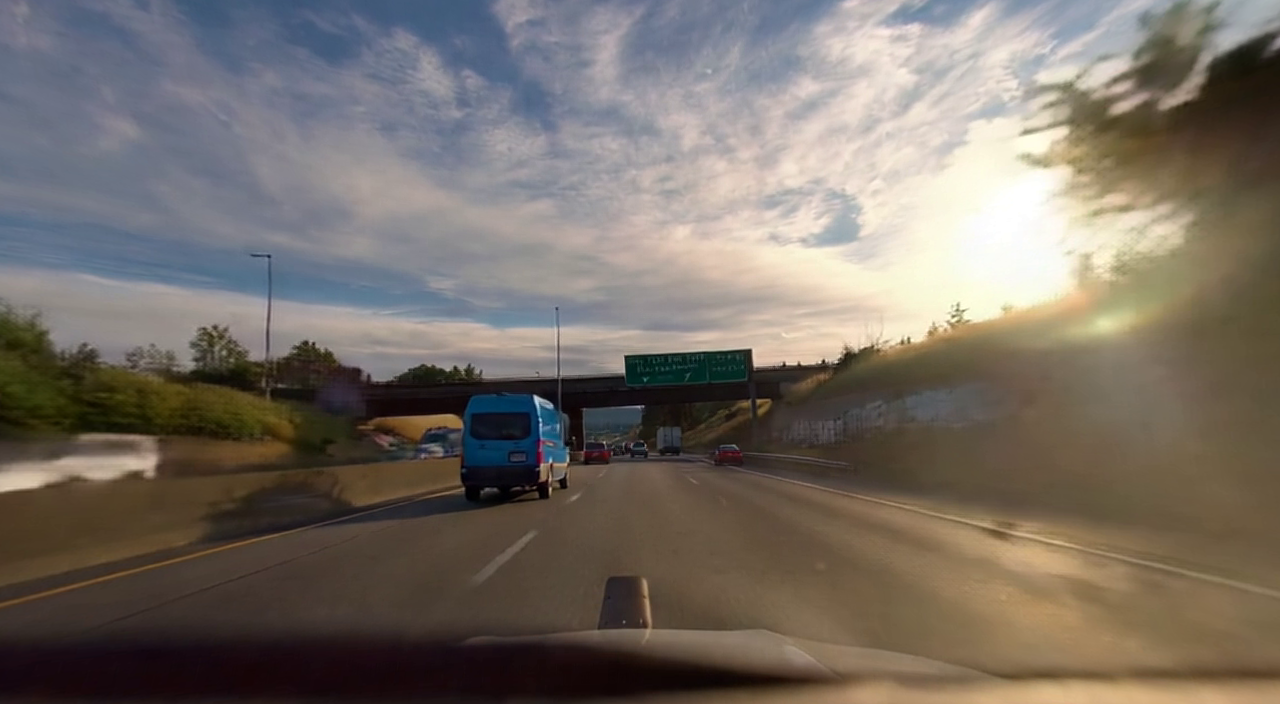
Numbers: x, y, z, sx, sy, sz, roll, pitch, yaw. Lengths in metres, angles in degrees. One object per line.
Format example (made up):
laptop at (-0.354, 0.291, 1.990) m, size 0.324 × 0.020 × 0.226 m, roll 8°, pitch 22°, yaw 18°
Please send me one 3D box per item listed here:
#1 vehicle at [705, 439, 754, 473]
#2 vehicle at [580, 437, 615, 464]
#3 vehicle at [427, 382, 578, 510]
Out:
vehicle at (4.709, 5.566, 33.843) m, size 1.936 × 1.664 × 4.198 m, roll 0°, pitch -9°, yaw -1°
vehicle at (-3.287, 7.737, 49.505) m, size 2.334 × 2.051 × 4.900 m, roll 0°, pitch -9°, yaw 0°
vehicle at (-3.135, 2.396, 16.025) m, size 2.451 × 2.627 × 5.868 m, roll 0°, pitch -9°, yaw 0°
